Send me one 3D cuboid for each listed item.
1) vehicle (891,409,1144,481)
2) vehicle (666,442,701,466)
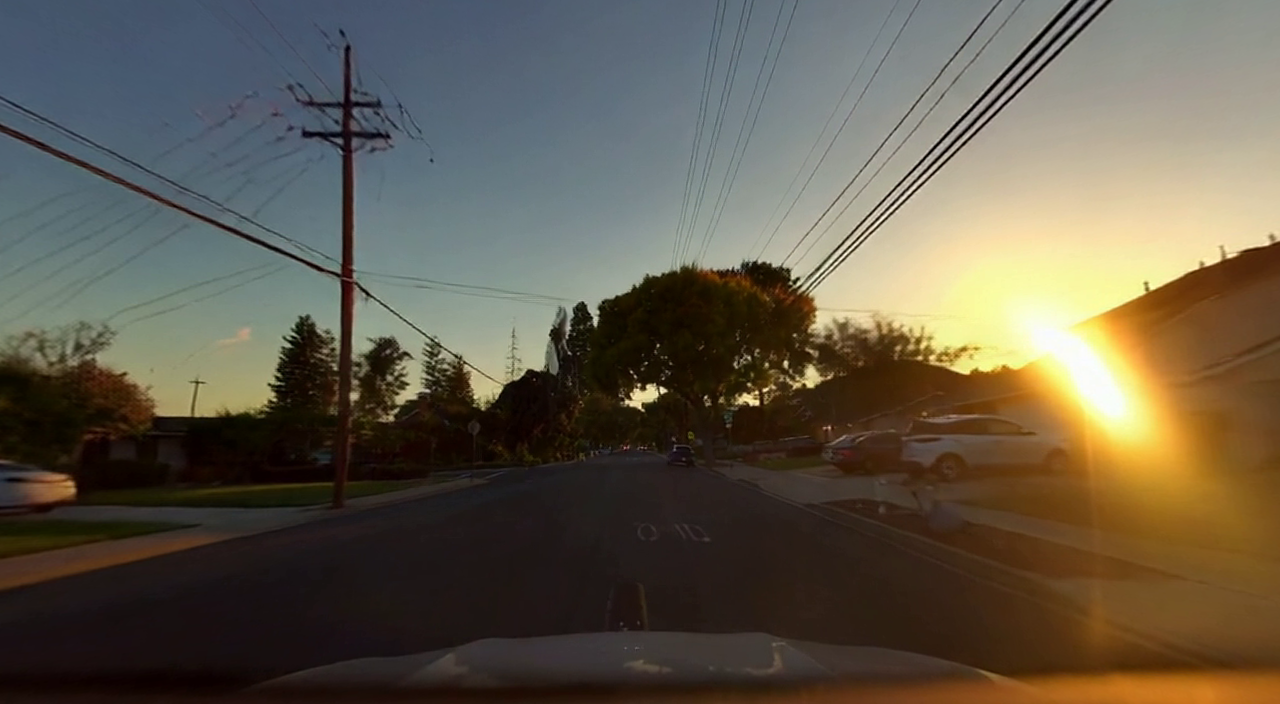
[{"bbox_3d":[11.090,2.792,18.982,5.968,1.963,2.573,0,-9,-2],"label":"vehicle"},{"bbox_3d":[3.316,7.860,48.693,2.134,1.720,4.515,0,-9,-3],"label":"vehicle"}]
